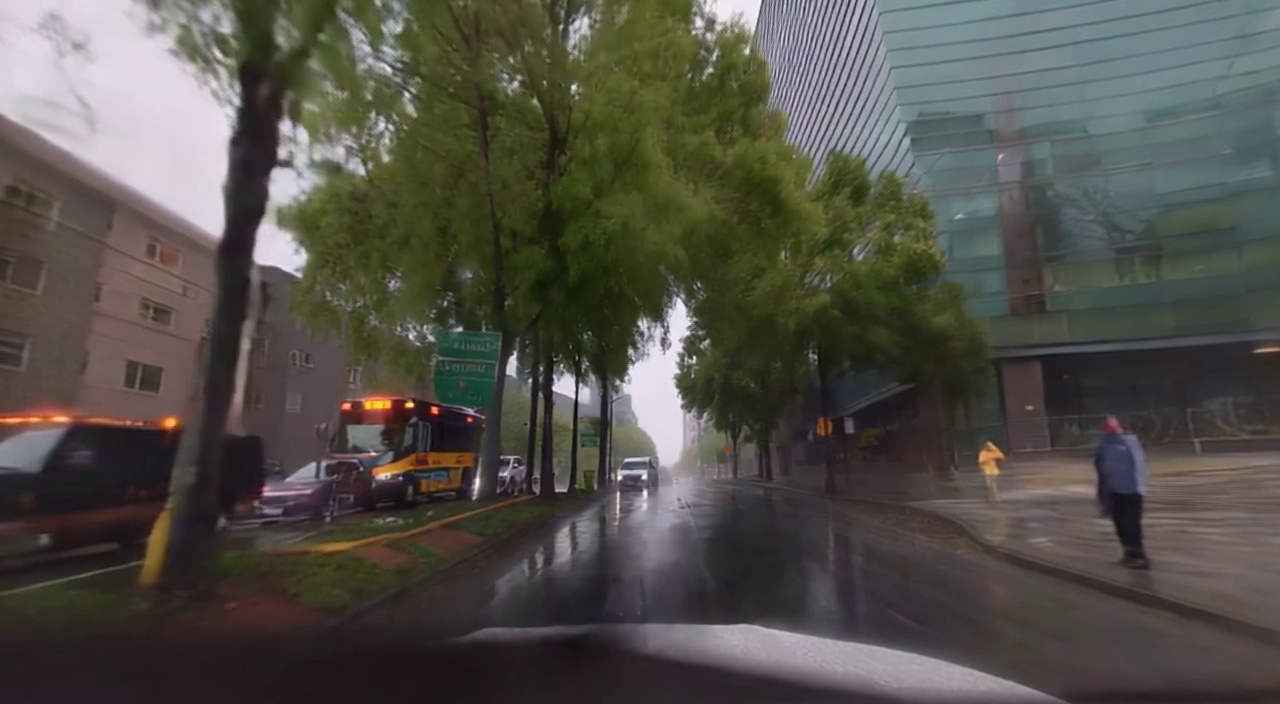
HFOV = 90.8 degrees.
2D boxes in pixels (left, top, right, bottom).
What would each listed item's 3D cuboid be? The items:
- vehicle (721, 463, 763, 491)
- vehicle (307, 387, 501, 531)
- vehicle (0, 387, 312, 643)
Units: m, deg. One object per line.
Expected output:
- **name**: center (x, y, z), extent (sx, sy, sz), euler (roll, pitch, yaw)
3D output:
- **vehicle**: center (6.431, 7.963, 40.386), extent (1.888, 1.536, 4.381), euler (0, -9, -1)
- **vehicle**: center (-5.096, 2.443, 14.879), extent (2.268, 2.708, 5.699), euler (0, -9, 1)
- **vehicle**: center (-5.663, 1.490, 6.543), extent (1.988, 1.855, 4.599), euler (0, -9, 1)
